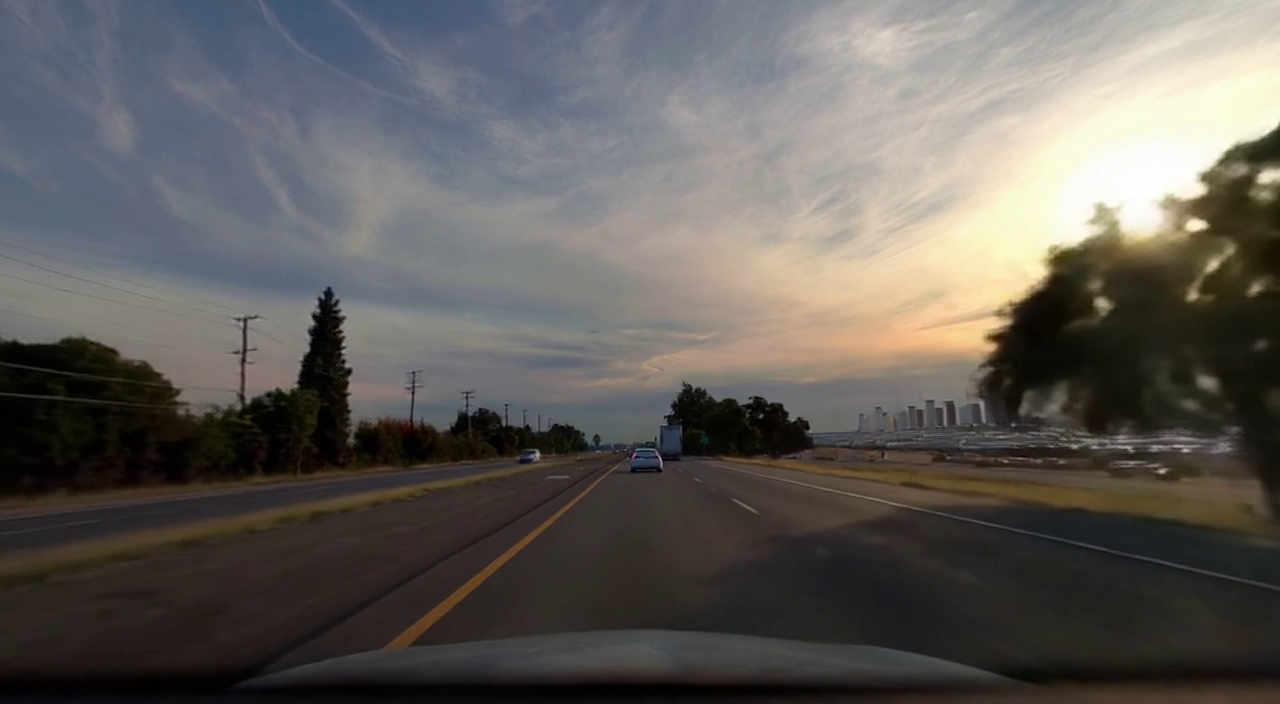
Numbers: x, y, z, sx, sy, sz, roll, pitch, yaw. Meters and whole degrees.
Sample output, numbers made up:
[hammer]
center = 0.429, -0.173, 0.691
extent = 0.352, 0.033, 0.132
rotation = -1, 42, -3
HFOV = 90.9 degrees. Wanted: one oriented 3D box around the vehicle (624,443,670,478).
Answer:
[vehicle]
center = 0.293, 5.114, 30.011
extent = 2.045, 1.527, 4.023
rotation = 0, -9, 0
